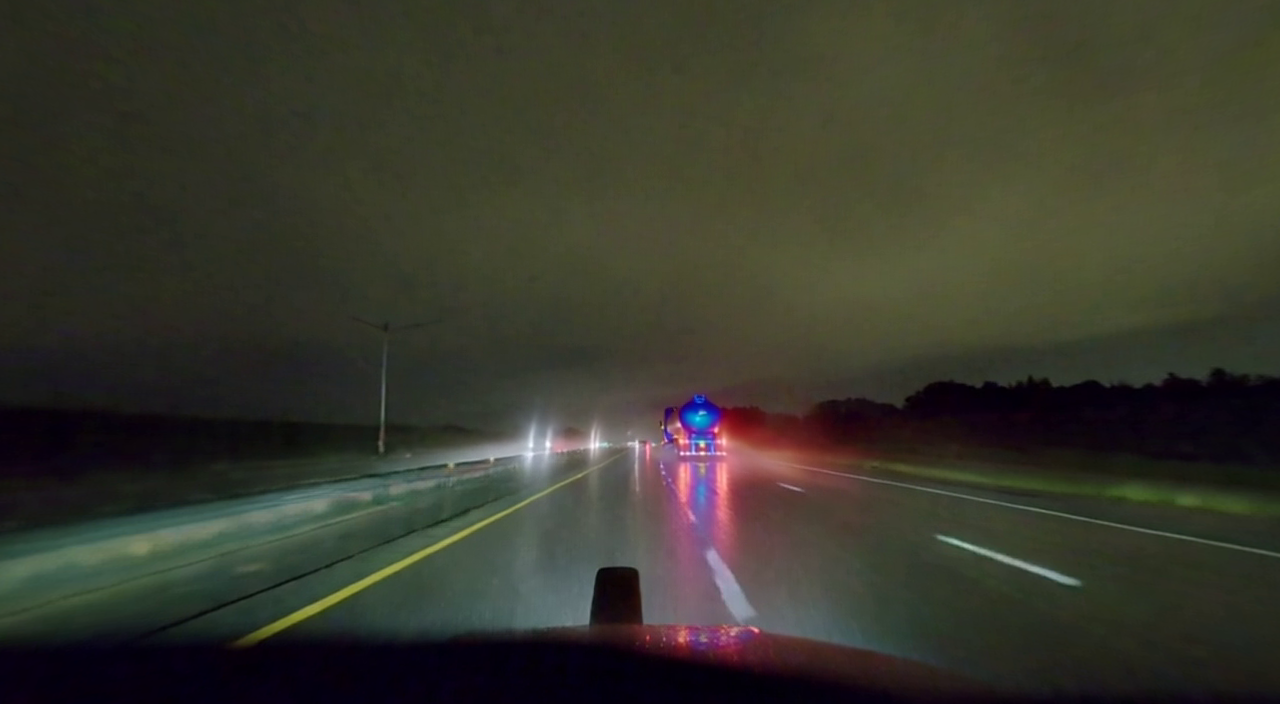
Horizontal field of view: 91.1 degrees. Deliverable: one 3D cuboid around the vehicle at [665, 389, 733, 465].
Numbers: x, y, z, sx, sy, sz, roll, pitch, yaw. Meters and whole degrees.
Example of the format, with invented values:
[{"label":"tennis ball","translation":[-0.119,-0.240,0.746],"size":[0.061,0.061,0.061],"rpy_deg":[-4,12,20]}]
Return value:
[{"label":"vehicle","translation":[3.153,4.455,36.805],"size":[2.946,3.745,11.516],"rpy_deg":[0,-8,0]}]
